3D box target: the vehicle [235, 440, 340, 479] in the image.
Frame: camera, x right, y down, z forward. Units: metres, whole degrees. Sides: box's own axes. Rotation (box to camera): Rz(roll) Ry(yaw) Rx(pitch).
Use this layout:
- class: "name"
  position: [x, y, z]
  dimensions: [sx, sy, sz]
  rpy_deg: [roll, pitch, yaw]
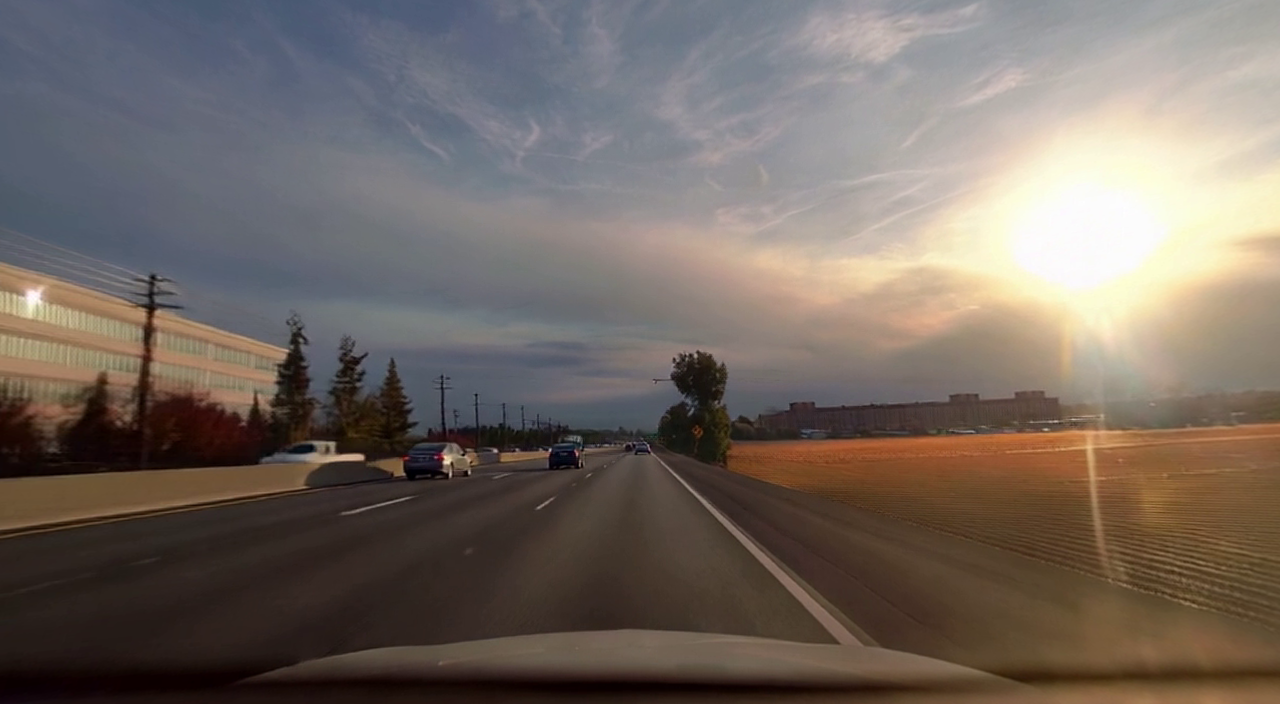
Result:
- class: "vehicle"
  position: [-15.312, 4.671, 27.667]
  dimensions: [1.909, 1.524, 4.573]
  rpy_deg: [0, -9, 1]

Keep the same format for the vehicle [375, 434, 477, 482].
- class: "vehicle"
  position: [-7.582, 3.801, 22.879]
  dimensions: [2.034, 1.523, 4.627]
  rpy_deg: [0, -8, 1]

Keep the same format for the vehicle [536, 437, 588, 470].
- class: "vehicle"
  position: [-4.062, 5.416, 33.724]
  dimensions: [2.083, 1.588, 4.801]
  rpy_deg: [0, -8, 1]
